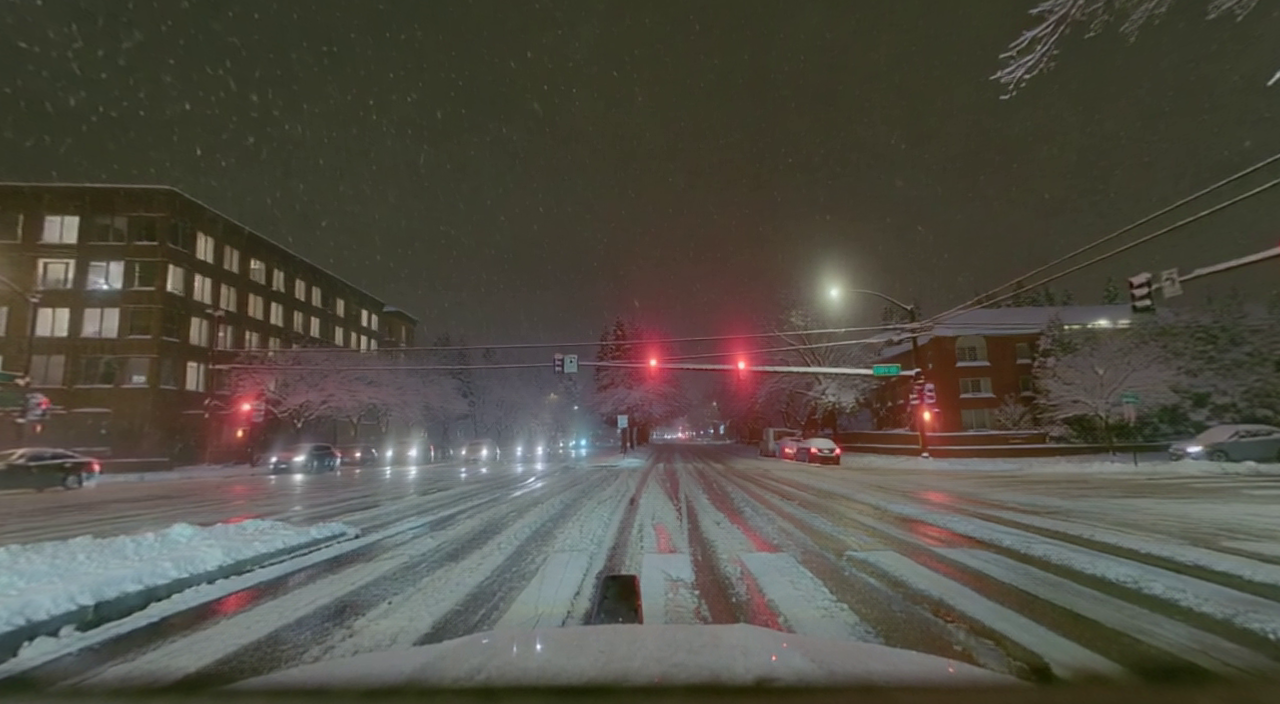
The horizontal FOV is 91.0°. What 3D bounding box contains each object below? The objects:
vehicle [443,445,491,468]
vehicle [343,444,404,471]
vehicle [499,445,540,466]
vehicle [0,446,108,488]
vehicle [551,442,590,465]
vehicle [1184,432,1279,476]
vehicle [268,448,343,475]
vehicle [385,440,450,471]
[{"bbox_3d":[-11.640,7.070,42.691,1.911,1.476,4.297,-1,-9,2],"label":"vehicle"},{"bbox_3d":[-18.554,7.343,44.000,2.237,1.801,4.541,0,-9,0],"label":"vehicle"},{"bbox_3d":[-8.097,7.004,42.605,1.910,1.321,3.692,0,-9,1],"label":"vehicle"},{"bbox_3d":[-28.686,5.423,29.965,4.884,1.839,2.032,7,-12,-42],"label":"vehicle"},{"bbox_3d":[-4.533,6.724,41.675,1.954,1.431,4.050,0,-9,2],"label":"vehicle"},{"bbox_3d":[22.317,3.583,22.237,4.474,1.477,1.908,0,-9,-3],"label":"vehicle"},{"bbox_3d":[-21.834,7.148,41.303,1.929,1.619,4.577,-1,-9,8],"label":"vehicle"},{"bbox_3d":[-15.138,7.041,43.151,2.340,1.946,5.450,0,-9,2],"label":"vehicle"}]
